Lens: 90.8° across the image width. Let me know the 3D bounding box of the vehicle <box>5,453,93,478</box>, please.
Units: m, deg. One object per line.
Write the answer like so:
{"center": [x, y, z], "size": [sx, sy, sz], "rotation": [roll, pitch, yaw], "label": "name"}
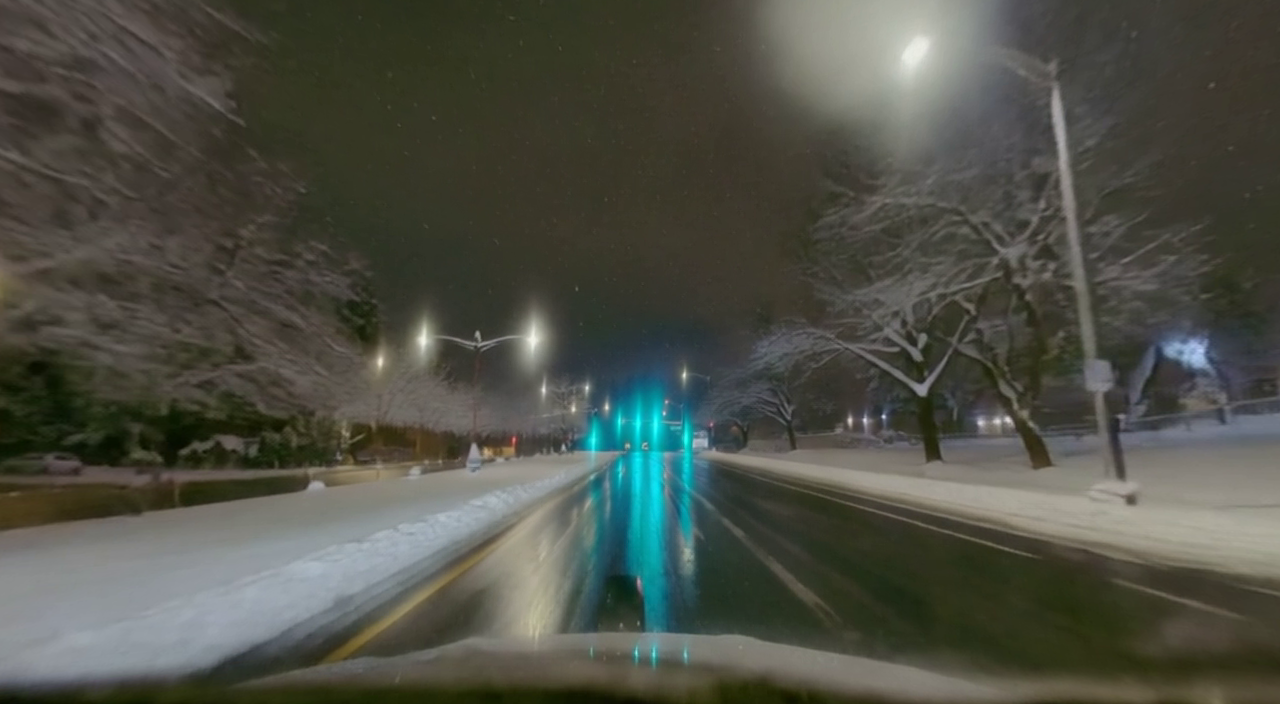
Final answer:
{"center": [-42.777, 8.216, 45.786], "size": [4.185, 1.671, 1.973], "rotation": [0, -9, -6], "label": "vehicle"}
